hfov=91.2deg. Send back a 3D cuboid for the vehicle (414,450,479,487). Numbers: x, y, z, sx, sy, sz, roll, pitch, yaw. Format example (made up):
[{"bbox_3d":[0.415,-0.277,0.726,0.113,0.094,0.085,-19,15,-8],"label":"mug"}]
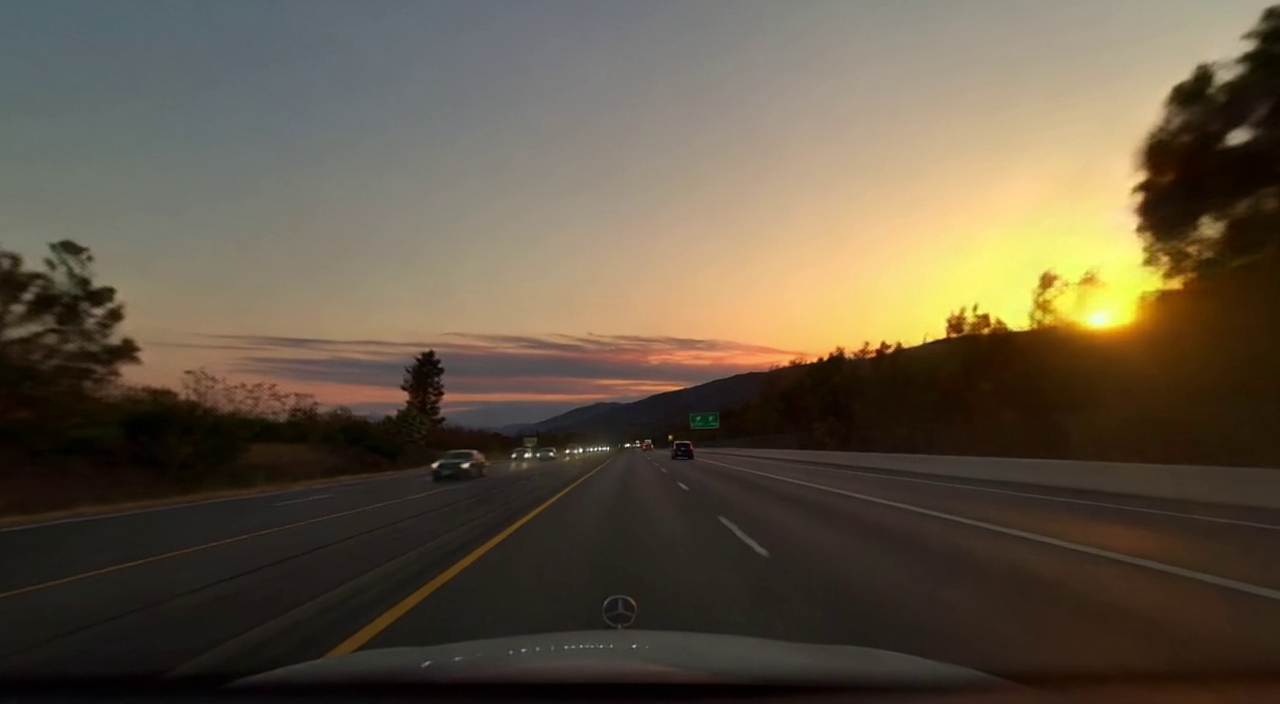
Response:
[{"bbox_3d":[-8.881,5.333,29.129,1.923,1.552,4.293,0,-9,-4],"label":"vehicle"}]

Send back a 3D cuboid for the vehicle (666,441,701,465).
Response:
[{"bbox_3d":[3.177,7.273,45.369,1.972,1.614,4.025,-2,-9,11],"label":"vehicle"}]
